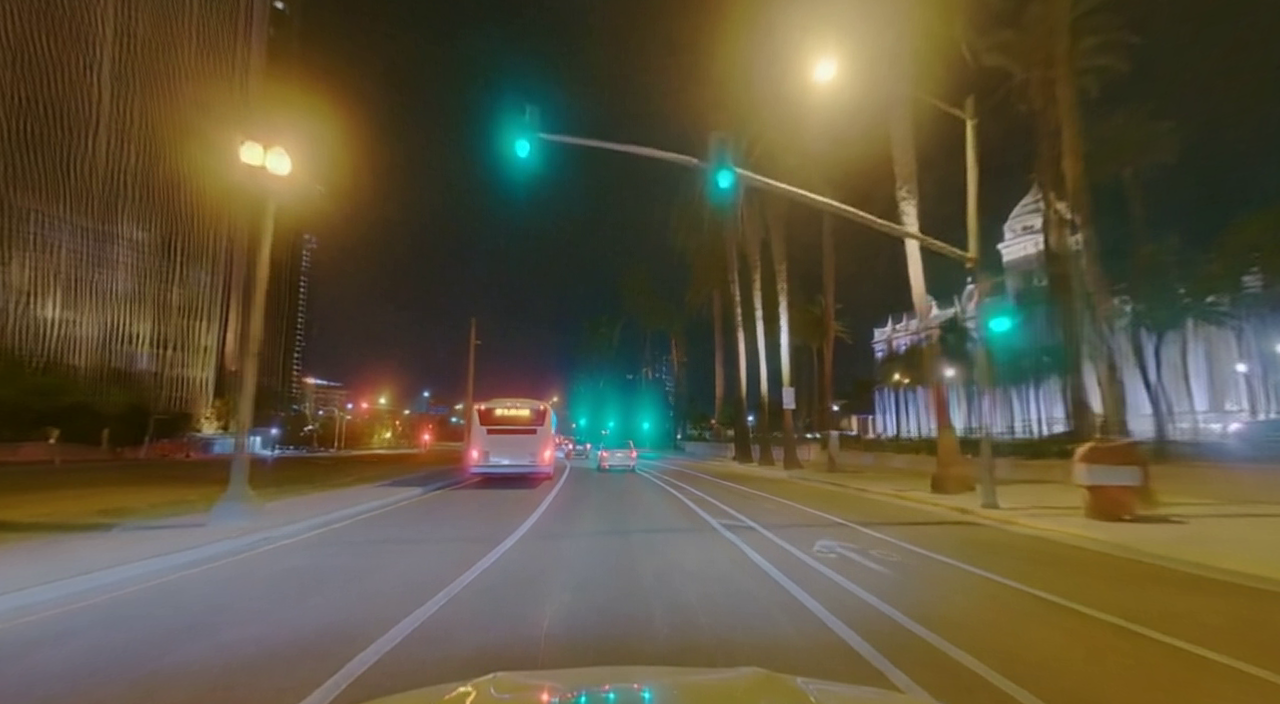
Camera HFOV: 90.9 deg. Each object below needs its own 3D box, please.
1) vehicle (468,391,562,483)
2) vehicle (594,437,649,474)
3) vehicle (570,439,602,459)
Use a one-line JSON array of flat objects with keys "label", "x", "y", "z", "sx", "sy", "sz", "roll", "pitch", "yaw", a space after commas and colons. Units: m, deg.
[{"label": "vehicle", "x": -4.677, "y": 3.434, "z": 25.249, "sx": 2.678, "sy": 3.042, "sz": 8.474, "roll": 1, "pitch": -8, "yaw": -5}, {"label": "vehicle", "x": -0.887, "y": 4.561, "z": 27.911, "sx": 2.107, "sy": 1.481, "sz": 4.097, "roll": 1, "pitch": -9, "yaw": -6}, {"label": "vehicle", "x": -4.090, "y": 7.208, "z": 46.888, "sx": 1.993, "sy": 1.452, "sz": 3.873, "roll": 2, "pitch": -9, "yaw": -10}]
